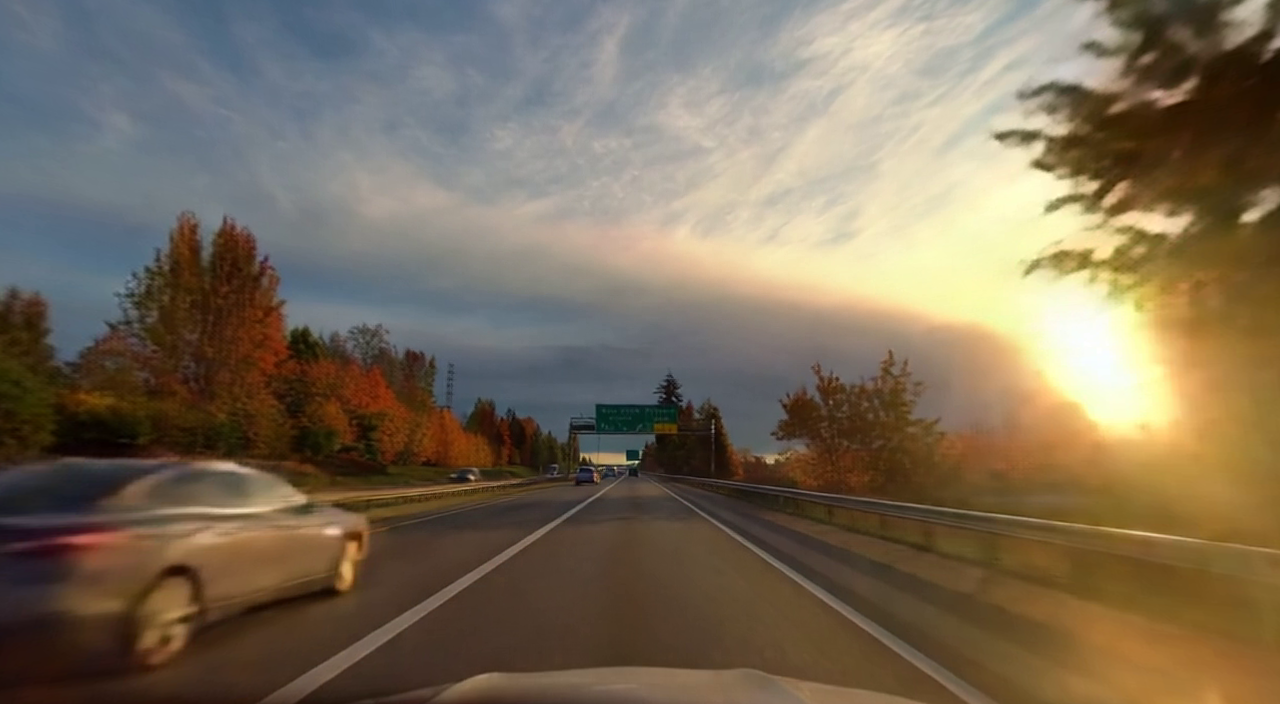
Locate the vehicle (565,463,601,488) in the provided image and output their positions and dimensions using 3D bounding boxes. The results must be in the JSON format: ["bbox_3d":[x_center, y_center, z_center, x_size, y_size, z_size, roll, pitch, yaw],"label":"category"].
[{"bbox_3d":[-4.241,9.332,47.742,2.239,1.687,4.598,1,-10,0],"label":"vehicle"}]

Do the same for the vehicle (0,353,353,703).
[{"bbox_3d":[-4.010,0.985,3.273,2.254,1.809,5.839,1,-10,0],"label":"vehicle"}]
